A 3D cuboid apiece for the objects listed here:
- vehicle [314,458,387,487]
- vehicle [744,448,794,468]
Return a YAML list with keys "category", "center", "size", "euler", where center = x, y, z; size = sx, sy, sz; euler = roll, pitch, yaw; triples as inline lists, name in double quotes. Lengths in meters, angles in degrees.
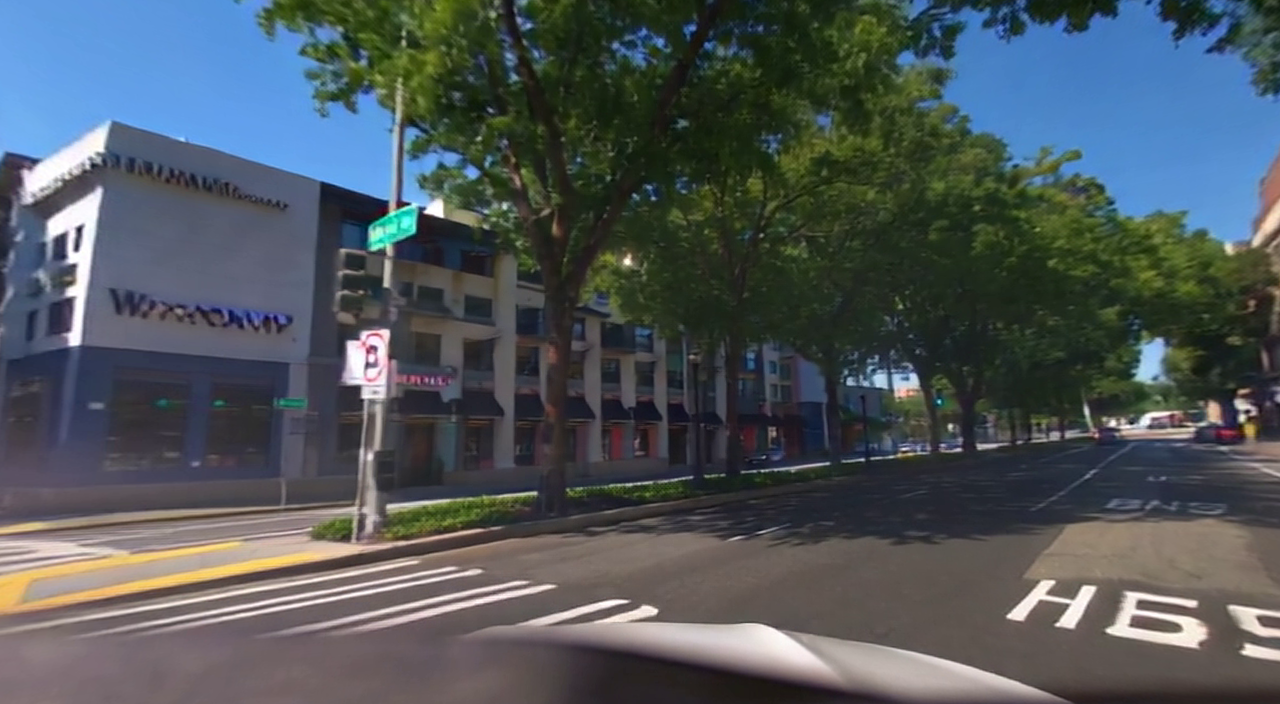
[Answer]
- category: "vehicle"
  center: [-15.887, 6.589, 34.641]
  size: [3.994, 1.471, 1.956]
  euler: [-8, -13, 38]
- category: "vehicle"
  center: [10.063, 8.204, 49.146]
  size: [1.840, 1.440, 4.442]
  euler: [-8, -11, 40]
